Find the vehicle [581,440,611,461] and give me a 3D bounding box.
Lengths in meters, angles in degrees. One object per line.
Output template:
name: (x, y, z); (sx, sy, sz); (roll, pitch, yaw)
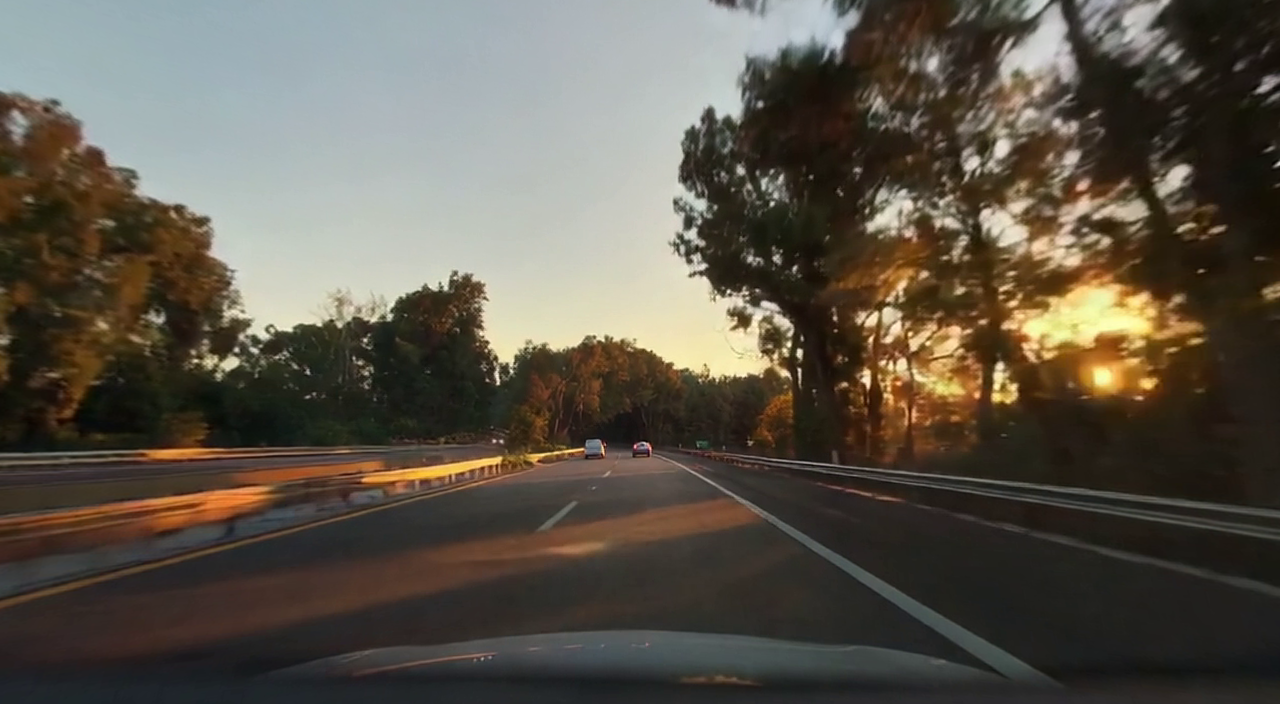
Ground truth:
vehicle: (-3.313, 7.424, 47.635); (2.057, 1.514, 3.845); (0, -8, -1)
